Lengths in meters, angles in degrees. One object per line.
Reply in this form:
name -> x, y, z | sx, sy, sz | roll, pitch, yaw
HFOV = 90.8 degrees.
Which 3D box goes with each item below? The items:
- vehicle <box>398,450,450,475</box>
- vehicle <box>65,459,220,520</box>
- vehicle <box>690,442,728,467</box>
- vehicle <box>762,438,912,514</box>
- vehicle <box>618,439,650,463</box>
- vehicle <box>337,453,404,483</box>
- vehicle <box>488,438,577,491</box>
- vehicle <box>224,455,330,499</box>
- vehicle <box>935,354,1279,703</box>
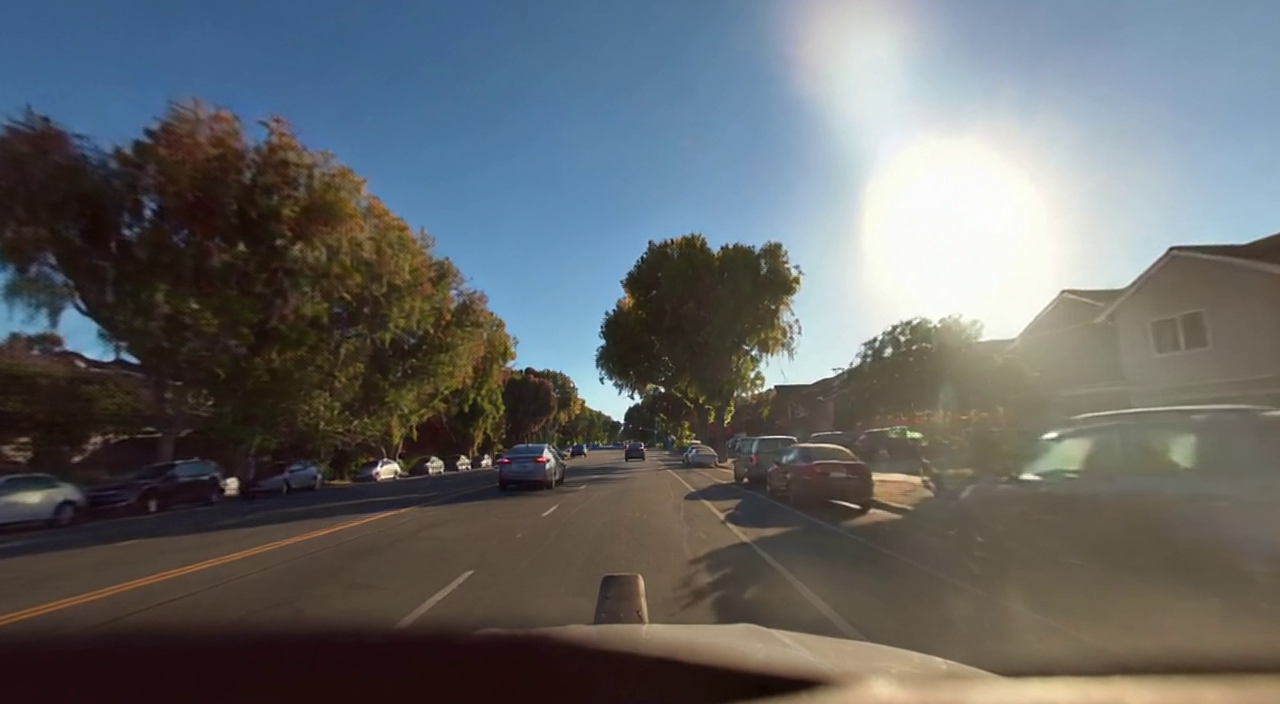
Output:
vehicle -> -14.671, 7.530, 43.176 | 1.898, 1.530, 4.675 | 0, -8, -1
vehicle -> -14.543, 4.011, 18.771 | 1.681, 1.419, 3.859 | -5, -10, -4
vehicle -> 4.230, 6.352, 39.364 | 1.890, 1.459, 4.371 | 0, -8, 0
vehicle -> 4.371, 2.814, 14.940 | 1.933, 1.463, 4.735 | 0, -8, -1
vehicle -> -0.405, 6.754, 43.231 | 2.088, 1.495, 4.048 | 0, -8, -1
vehicle -> -14.602, 6.283, 34.456 | 1.847, 1.494, 4.189 | 0, -8, -1
vehicle -> -3.260, 3.511, 20.142 | 2.027, 1.477, 4.413 | 0, -8, 1
vehicle -> -14.730, 5.080, 25.930 | 1.811, 1.433, 4.564 | -6, -10, -2
vehicle -> 4.117, 1.116, 4.464 | 1.943, 1.788, 4.462 | 0, -8, 1
